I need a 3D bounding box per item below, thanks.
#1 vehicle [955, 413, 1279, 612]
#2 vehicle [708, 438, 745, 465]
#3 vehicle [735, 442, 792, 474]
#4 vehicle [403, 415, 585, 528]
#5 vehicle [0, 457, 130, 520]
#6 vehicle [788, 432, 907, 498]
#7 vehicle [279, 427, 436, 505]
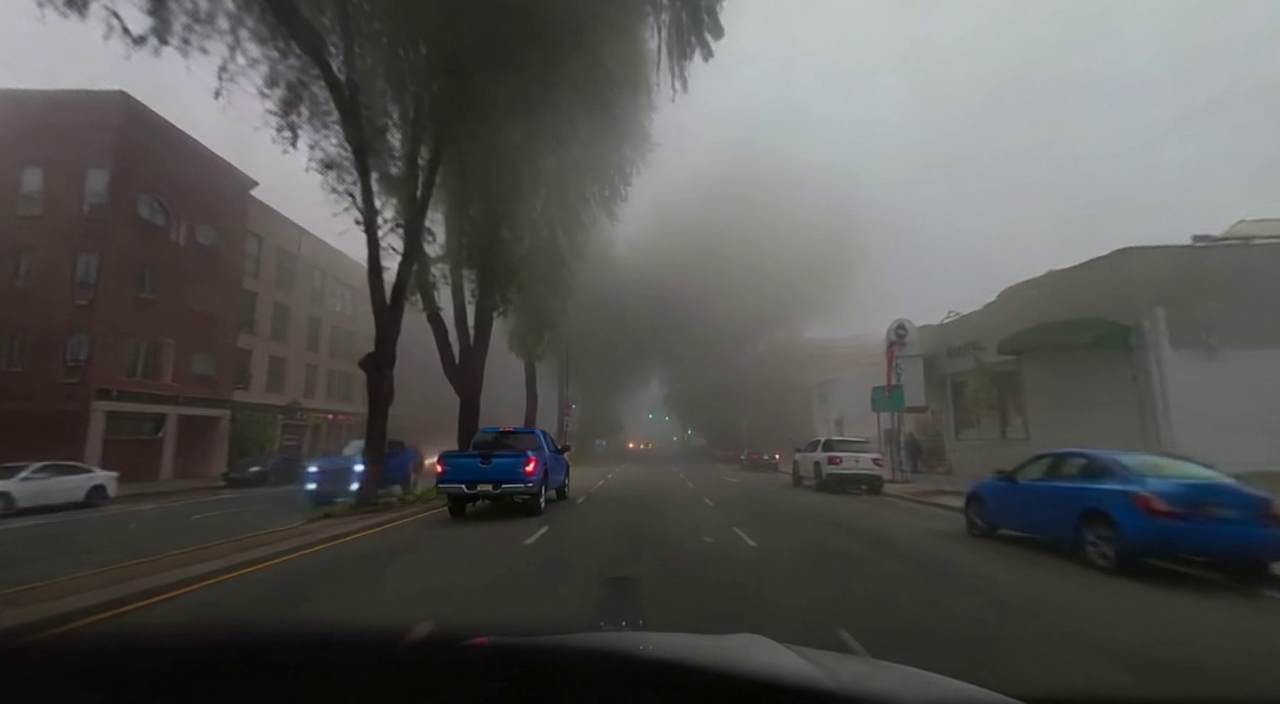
[{"bbox_3d":[6.049,1.729,7.800,1.928,1.679,4.716,0,-9,1],"label":"vehicle"},{"bbox_3d":[6.264,7.272,45.969,2.043,1.841,4.842,0,-9,0],"label":"vehicle"},{"bbox_3d":[6.284,5.443,32.541,1.988,1.514,3.962,0,-9,-2],"label":"vehicle"},{"bbox_3d":[-2.574,2.322,12.808,2.197,1.786,5.365,-1,-9,3],"label":"vehicle"},{"bbox_3d":[-16.214,3.525,16.538,1.814,1.445,4.566,0,-9,1],"label":"vehicle"},{"bbox_3d":[6.095,3.376,19.213,2.018,1.743,4.529,0,-9,-1],"label":"vehicle"},{"bbox_3d":[-7.270,2.977,16.871,2.087,1.779,4.456,0,-9,0],"label":"vehicle"}]
